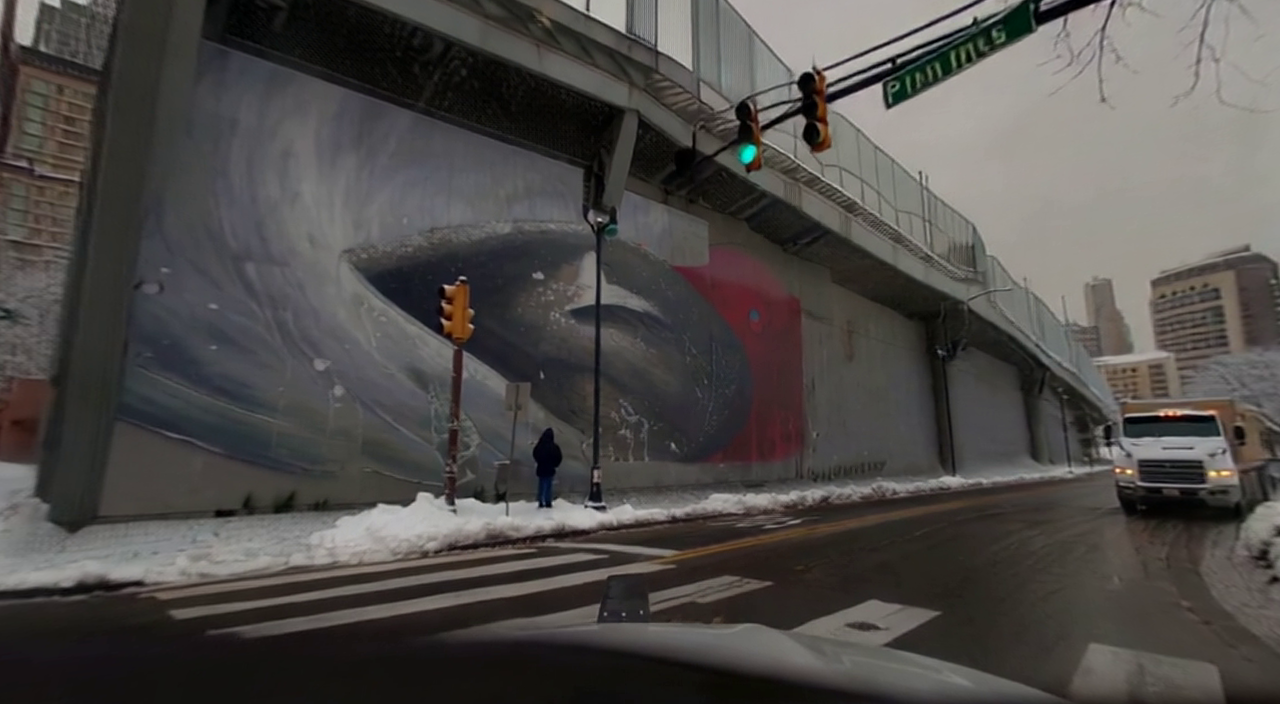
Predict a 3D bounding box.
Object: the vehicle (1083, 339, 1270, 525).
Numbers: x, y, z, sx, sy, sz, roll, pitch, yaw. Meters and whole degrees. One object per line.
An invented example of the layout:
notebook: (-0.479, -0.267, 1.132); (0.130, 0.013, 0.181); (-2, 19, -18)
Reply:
vehicle: (15.212, 2.276, 17.543); (2.849, 3.893, 9.347); (-8, -12, 43)
